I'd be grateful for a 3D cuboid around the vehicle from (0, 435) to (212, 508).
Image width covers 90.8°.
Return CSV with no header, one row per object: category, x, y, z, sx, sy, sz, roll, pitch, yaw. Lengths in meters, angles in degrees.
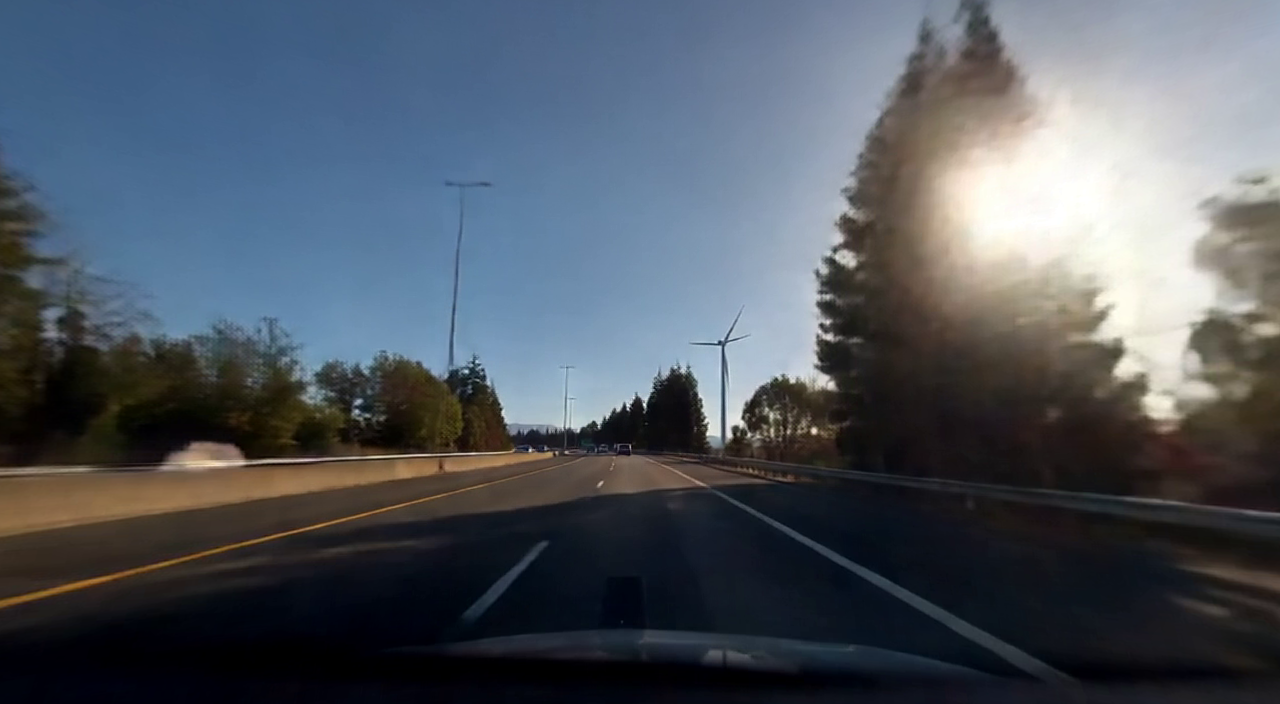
vehicle,-12.883,2.793,15.174,1.942,1.473,4.687,0,-9,-1
